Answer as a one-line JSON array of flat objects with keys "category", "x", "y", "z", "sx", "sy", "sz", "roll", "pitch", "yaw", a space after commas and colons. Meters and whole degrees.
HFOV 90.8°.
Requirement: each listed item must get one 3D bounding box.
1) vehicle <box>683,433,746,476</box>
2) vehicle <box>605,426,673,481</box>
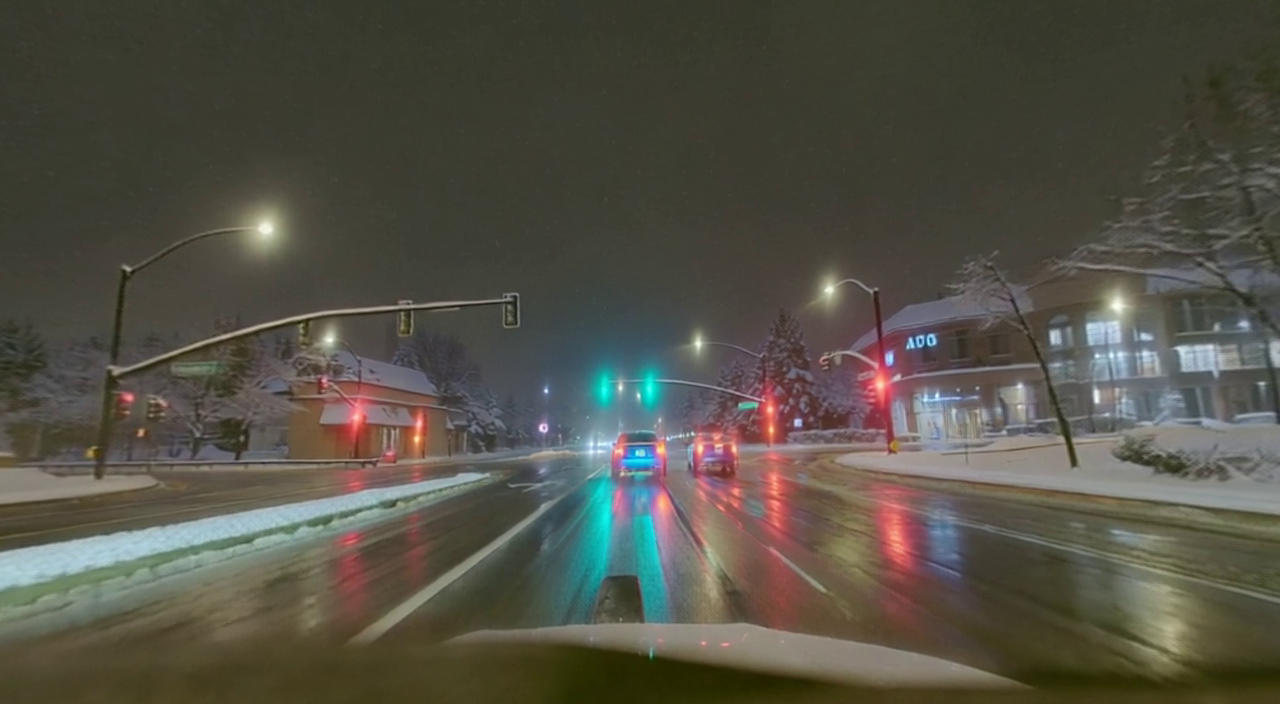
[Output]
[{"category": "vehicle", "x": 3.203, "y": 4.519, "z": 28.129, "sx": 2.107, "sy": 1.736, "sz": 4.228, "roll": 0, "pitch": -9, "yaw": -2}, {"category": "vehicle", "x": -0.121, "y": 3.968, "z": 24.865, "sx": 2.413, "sy": 1.939, "sz": 4.716, "roll": 0, "pitch": -8, "yaw": -2}]
